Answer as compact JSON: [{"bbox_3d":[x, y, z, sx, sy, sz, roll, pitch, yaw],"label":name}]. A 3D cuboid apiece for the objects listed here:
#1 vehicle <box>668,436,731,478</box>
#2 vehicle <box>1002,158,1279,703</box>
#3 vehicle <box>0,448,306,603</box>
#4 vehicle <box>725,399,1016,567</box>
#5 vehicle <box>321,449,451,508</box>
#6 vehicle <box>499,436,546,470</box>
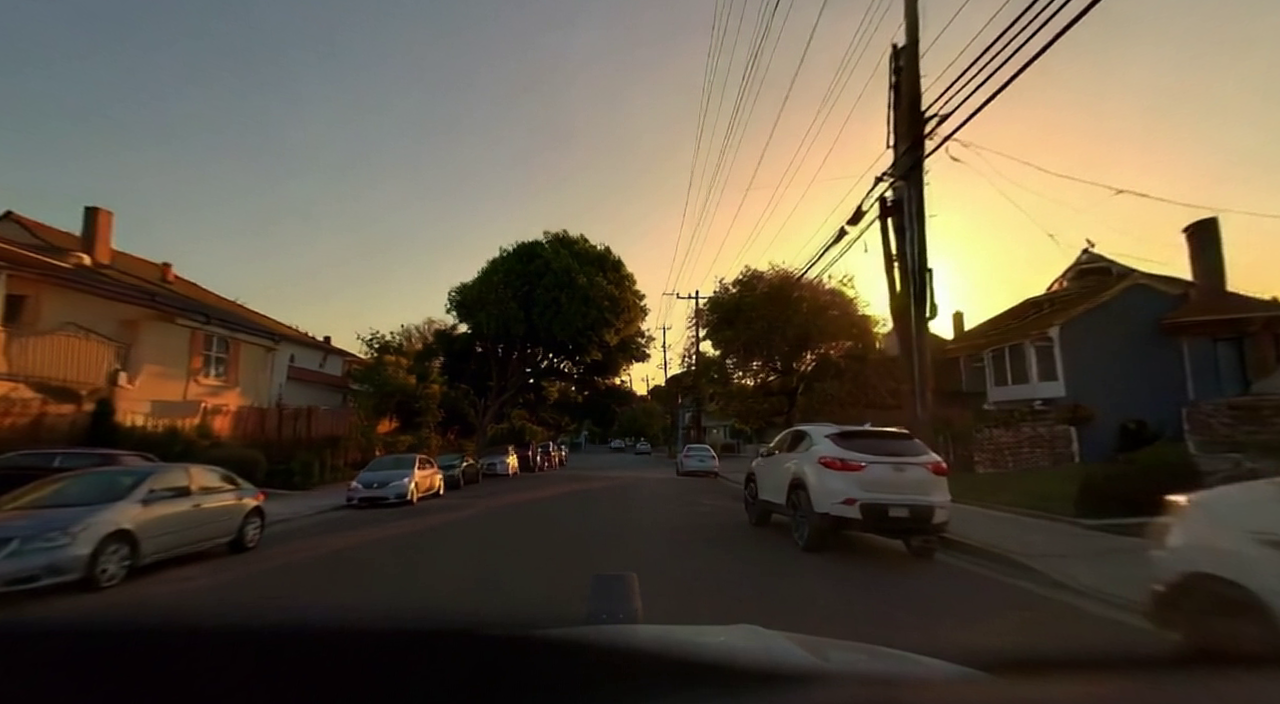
[{"bbox_3d":[2.821,5.166,31.395,2.365,1.874,5.669,0,-8,-2],"label":"vehicle"},{"bbox_3d":[3.173,0.405,1.128,2.295,2.279,4.578,0,-8,1],"label":"vehicle"},{"bbox_3d":[-6.558,2.060,8.582,1.866,1.474,4.753,1,-8,-6],"label":"vehicle"},{"bbox_3d":[3.079,1.924,10.160,2.427,1.947,5.329,0,-8,-3],"label":"vehicle"},{"bbox_3d":[-6.745,3.362,17.362,1.958,1.359,4.357,0,-8,-3],"label":"vehicle"},{"bbox_3d":[-7.262,6.309,39.605,2.183,1.972,4.817,0,-8,-2],"label":"vehicle"}]
